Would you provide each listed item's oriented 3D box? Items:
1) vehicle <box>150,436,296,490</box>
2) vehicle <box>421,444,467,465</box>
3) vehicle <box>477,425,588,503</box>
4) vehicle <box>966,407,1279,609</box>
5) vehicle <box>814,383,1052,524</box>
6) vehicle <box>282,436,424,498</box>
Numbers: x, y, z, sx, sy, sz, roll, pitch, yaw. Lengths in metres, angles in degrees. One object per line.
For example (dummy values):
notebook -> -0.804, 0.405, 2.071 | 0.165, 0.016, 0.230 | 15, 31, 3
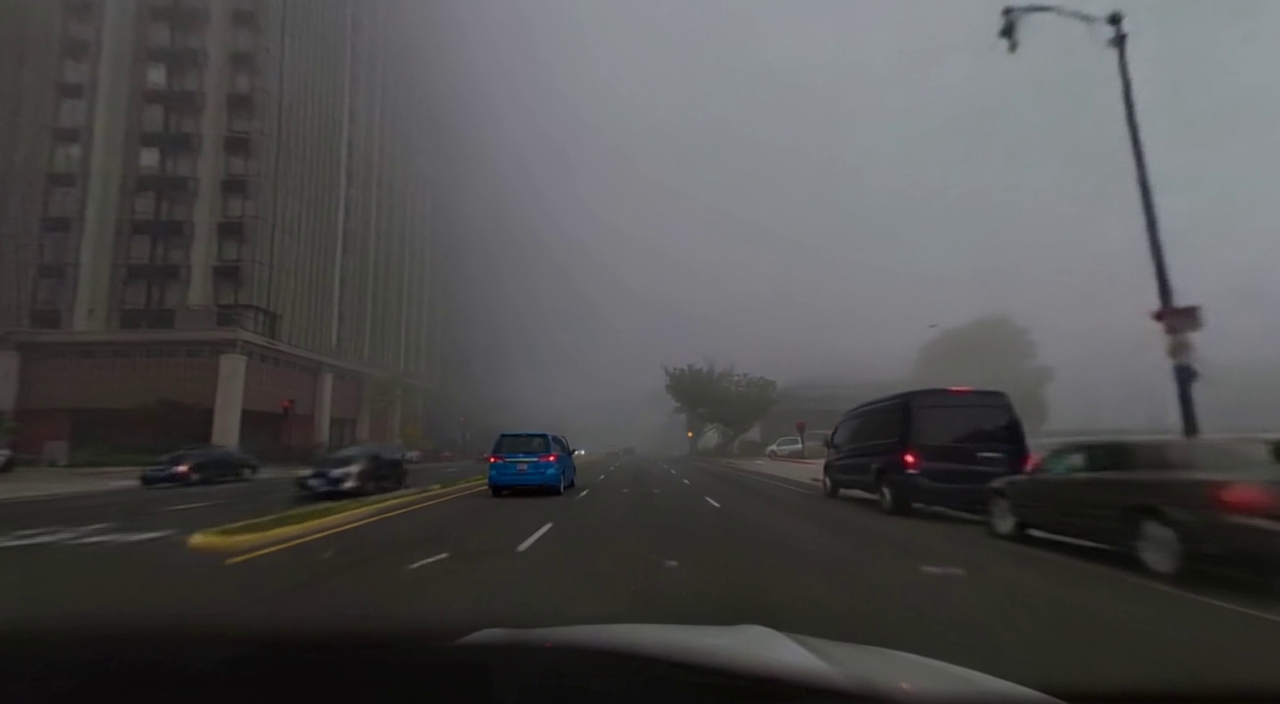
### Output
vehicle -> -14.602, 3.882, 22.411 | 1.993, 1.710, 4.520 | 0, -8, 1
vehicle -> -14.459, 7.566, 46.663 | 1.909, 1.490, 4.531 | 0, -8, 1
vehicle -> -2.561, 2.788, 16.024 | 2.080, 1.722, 3.766 | 0, -8, 1
vehicle -> 6.431, 1.727, 8.034 | 1.942, 1.753, 4.912 | 0, -8, 1
vehicle -> 6.268, 2.321, 14.760 | 2.642, 2.582, 6.157 | 0, -8, 1
vehicle -> -7.830, 3.156, 17.677 | 1.990, 1.513, 4.176 | 0, -8, 0
